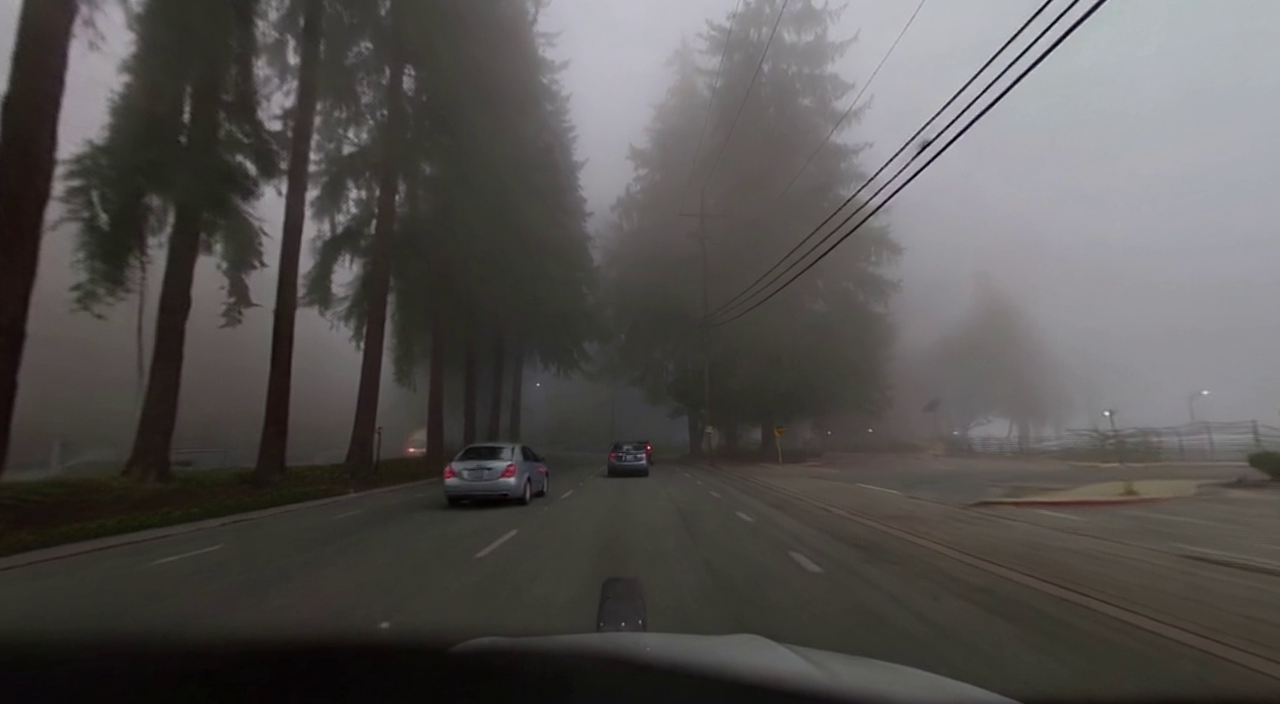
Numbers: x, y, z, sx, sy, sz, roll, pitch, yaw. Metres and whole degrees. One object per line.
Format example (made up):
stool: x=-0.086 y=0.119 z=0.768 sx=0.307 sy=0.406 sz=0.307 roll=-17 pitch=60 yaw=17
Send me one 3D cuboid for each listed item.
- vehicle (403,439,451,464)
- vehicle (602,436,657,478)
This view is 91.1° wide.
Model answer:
vehicle: x=-16.181 y=7.574 z=47.980 sx=2.061 sy=1.772 sz=4.501 roll=0 pitch=-9 yaw=0
vehicle: x=-0.374 y=4.071 z=24.583 sx=1.991 sy=1.463 sz=3.988 roll=0 pitch=-8 yaw=0
